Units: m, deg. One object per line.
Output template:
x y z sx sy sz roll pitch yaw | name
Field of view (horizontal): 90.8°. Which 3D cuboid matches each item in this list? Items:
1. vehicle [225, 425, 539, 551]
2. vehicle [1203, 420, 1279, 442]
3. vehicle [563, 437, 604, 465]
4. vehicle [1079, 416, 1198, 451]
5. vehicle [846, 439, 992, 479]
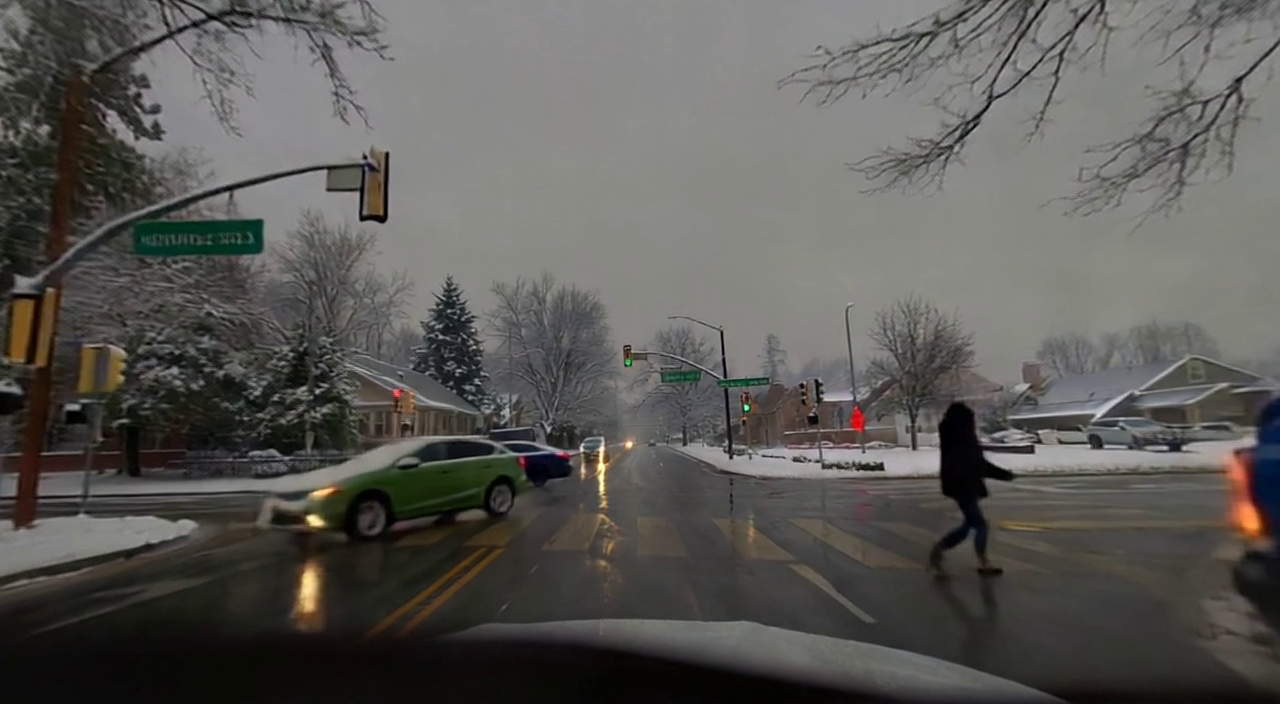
-4.011 2.169 10.885 1.979 1.630 4.771 -5 -10 28 | vehicle
46.276 6.030 48.284 4.562 1.603 1.816 0 -9 1 | vehicle
-3.647 6.550 41.831 2.302 1.708 4.764 0 -9 0 | vehicle
33.450 5.508 42.513 5.969 2.225 2.458 0 -9 -3 | vehicle
11.228 4.297 25.605 5.158 1.470 2.012 -4 -10 26 | vehicle
